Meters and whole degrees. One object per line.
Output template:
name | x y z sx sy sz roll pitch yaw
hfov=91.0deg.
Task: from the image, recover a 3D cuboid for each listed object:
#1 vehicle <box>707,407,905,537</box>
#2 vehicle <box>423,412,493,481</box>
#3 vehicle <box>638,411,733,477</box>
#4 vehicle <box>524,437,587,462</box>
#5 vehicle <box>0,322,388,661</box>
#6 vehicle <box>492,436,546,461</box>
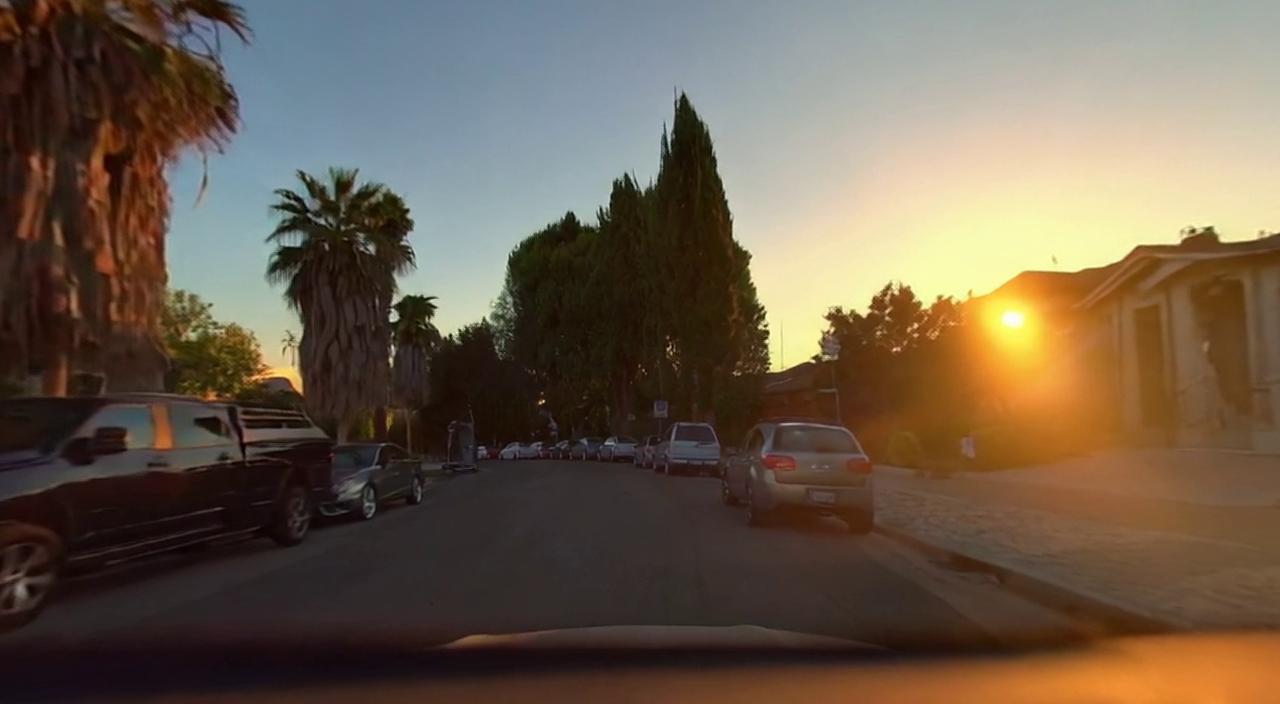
vehicle | 2.386 1.885 10.471 2.076 1.658 4.604 0 -8 1
vehicle | -7.806 4.047 26.894 2.337 2.289 6.092 -5 -7 -18
vehicle | 1.420 3.199 21.877 2.139 1.997 4.864 1 -8 -10
vehicle | -5.692 6.428 41.691 2.108 1.503 4.977 6 -10 -34
vehicle | -5.353 1.237 6.375 2.624 2.178 6.522 -1 -8 3
vehicle | -8.929 7.061 46.082 1.918 1.753 4.655 6 -10 -38
